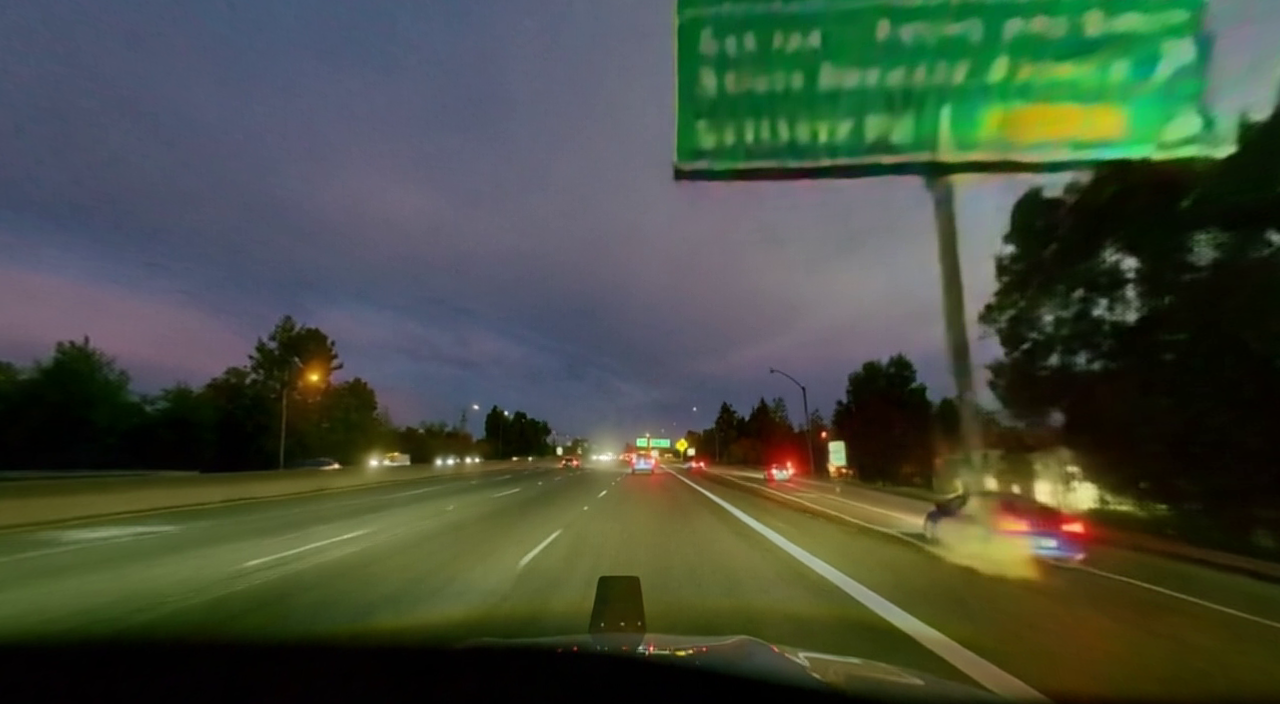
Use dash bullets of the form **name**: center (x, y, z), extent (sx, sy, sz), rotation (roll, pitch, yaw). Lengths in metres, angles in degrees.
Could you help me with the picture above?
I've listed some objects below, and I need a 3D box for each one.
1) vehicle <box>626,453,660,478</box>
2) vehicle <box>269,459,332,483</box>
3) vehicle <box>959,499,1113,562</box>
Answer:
- **vehicle**: center (0.204, 7.157, 39.957), extent (2.051, 1.443, 3.770), rotation (0, -9, 1)
- **vehicle**: center (-22.896, 8.042, 42.674), extent (1.810, 1.450, 4.356), rotation (0, -9, 0)
- **vehicle**: center (17.249, 7.762, 28.004), extent (2.599, 1.962, 5.759), rotation (1, -9, -7)
